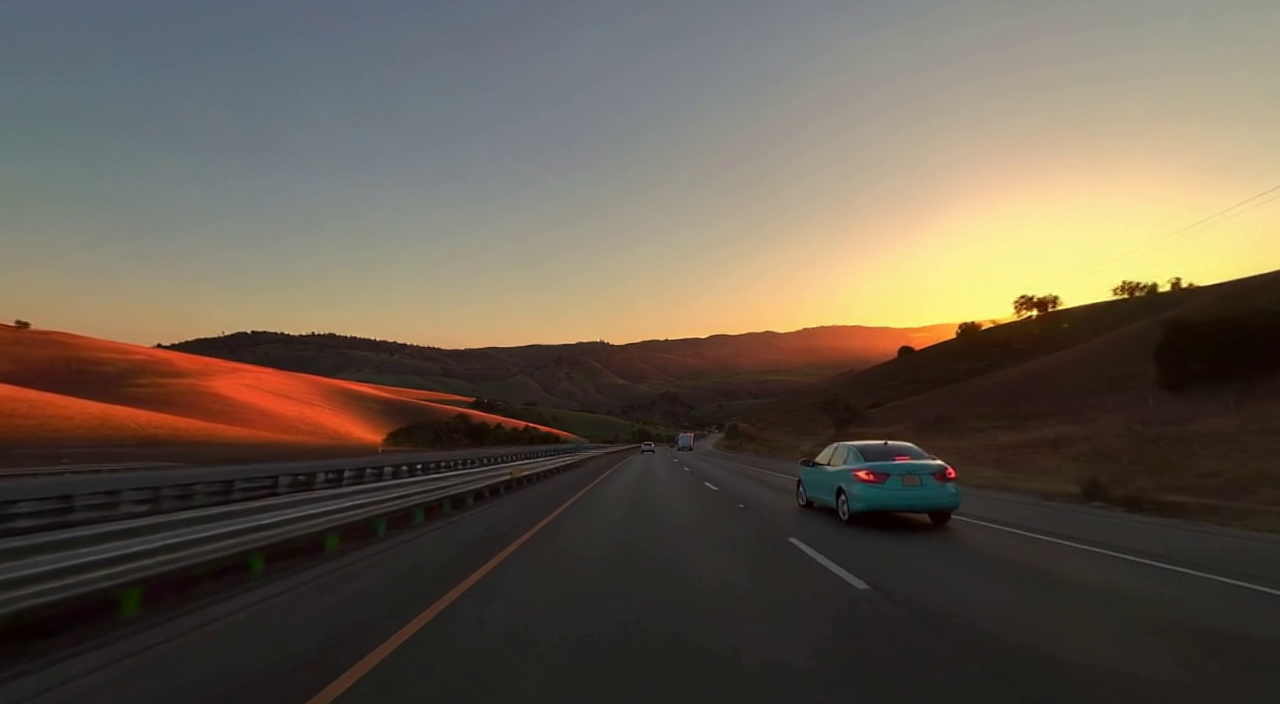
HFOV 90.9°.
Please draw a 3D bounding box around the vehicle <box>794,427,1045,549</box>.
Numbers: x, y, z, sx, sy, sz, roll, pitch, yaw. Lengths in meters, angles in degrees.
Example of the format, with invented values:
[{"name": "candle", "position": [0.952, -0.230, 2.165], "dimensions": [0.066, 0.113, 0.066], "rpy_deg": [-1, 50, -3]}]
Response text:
[{"name": "vehicle", "position": [4.097, 2.056, 10.317], "dimensions": [1.960, 1.516, 4.657], "rpy_deg": [0, -8, 0]}]
